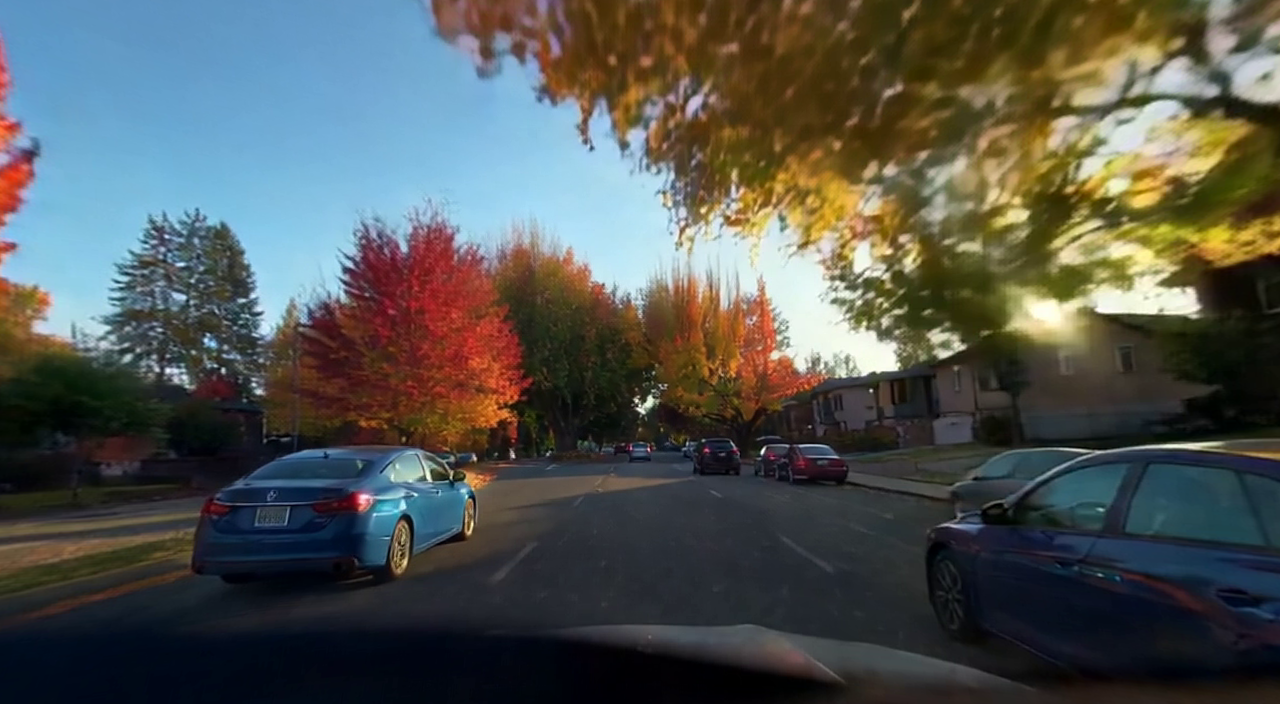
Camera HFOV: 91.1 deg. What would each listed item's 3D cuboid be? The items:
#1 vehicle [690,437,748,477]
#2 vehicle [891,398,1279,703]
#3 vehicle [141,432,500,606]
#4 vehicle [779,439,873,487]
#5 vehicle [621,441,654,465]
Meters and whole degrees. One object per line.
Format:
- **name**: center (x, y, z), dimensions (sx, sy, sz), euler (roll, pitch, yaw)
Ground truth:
- **vehicle**: center (3.520, 4.809, 28.932), dimensions (2.019, 1.675, 4.488), euler (0, -8, -1)
- **vehicle**: center (3.207, 1.052, 3.134), dimensions (2.060, 1.474, 4.475), euler (0, -8, 0)
- **vehicle**: center (-3.272, 1.782, 7.746), dimensions (1.997, 1.479, 4.547), euler (0, -8, 0)
- **vehicle**: center (7.029, 4.240, 24.366), dimensions (2.114, 1.628, 4.932), euler (0, -8, 0)
- **vehicle**: center (-0.159, 7.213, 45.035), dimensions (2.293, 1.662, 4.262), euler (0, -8, 0)
